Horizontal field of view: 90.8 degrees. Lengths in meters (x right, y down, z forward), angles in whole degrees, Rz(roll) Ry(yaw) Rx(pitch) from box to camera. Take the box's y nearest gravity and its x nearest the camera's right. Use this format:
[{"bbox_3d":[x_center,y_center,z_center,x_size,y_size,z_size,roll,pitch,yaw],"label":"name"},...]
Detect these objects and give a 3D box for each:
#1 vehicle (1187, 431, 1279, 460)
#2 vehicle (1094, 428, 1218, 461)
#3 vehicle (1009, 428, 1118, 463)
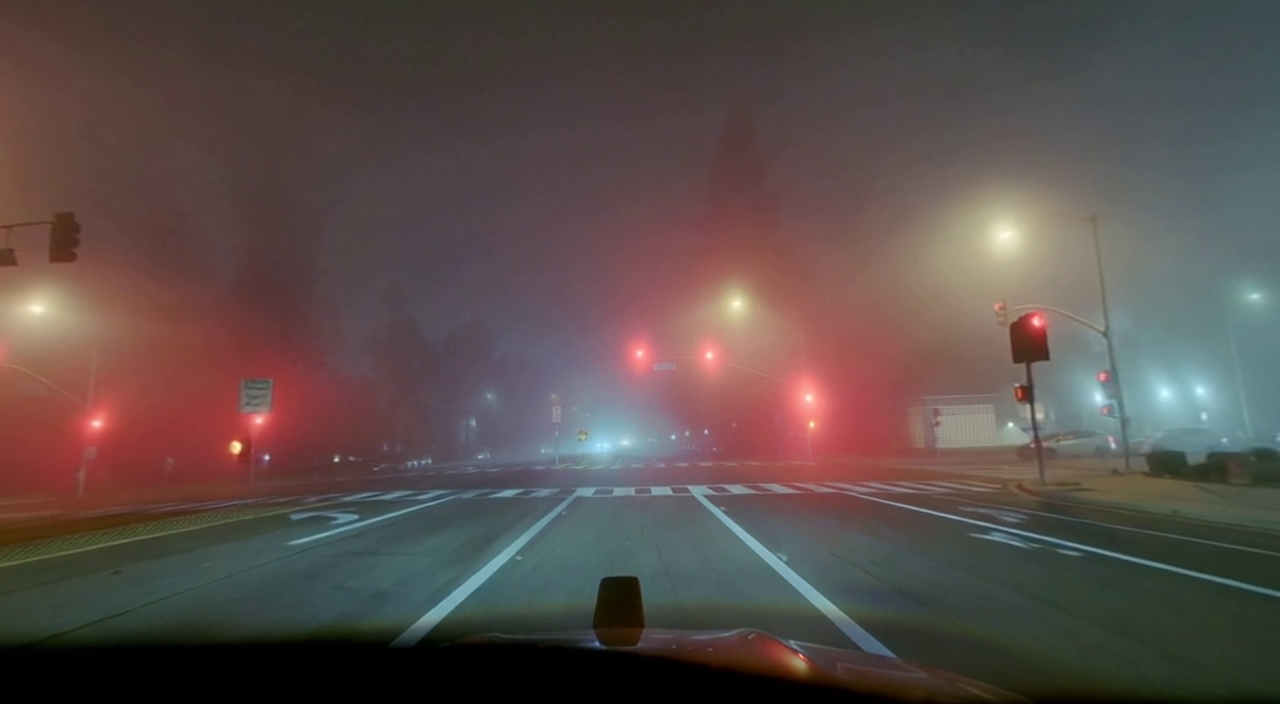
[{"bbox_3d":[32.696,4.969,33.777,4.664,1.358,1.997,-4,-8,11],"label":"vehicle"},{"bbox_3d":[27.301,4.901,33.510,4.910,1.644,2.032,0,-8,-4],"label":"vehicle"},{"bbox_3d":[22.057,4.879,33.032,4.323,1.746,1.872,0,-8,-3],"label":"vehicle"}]
